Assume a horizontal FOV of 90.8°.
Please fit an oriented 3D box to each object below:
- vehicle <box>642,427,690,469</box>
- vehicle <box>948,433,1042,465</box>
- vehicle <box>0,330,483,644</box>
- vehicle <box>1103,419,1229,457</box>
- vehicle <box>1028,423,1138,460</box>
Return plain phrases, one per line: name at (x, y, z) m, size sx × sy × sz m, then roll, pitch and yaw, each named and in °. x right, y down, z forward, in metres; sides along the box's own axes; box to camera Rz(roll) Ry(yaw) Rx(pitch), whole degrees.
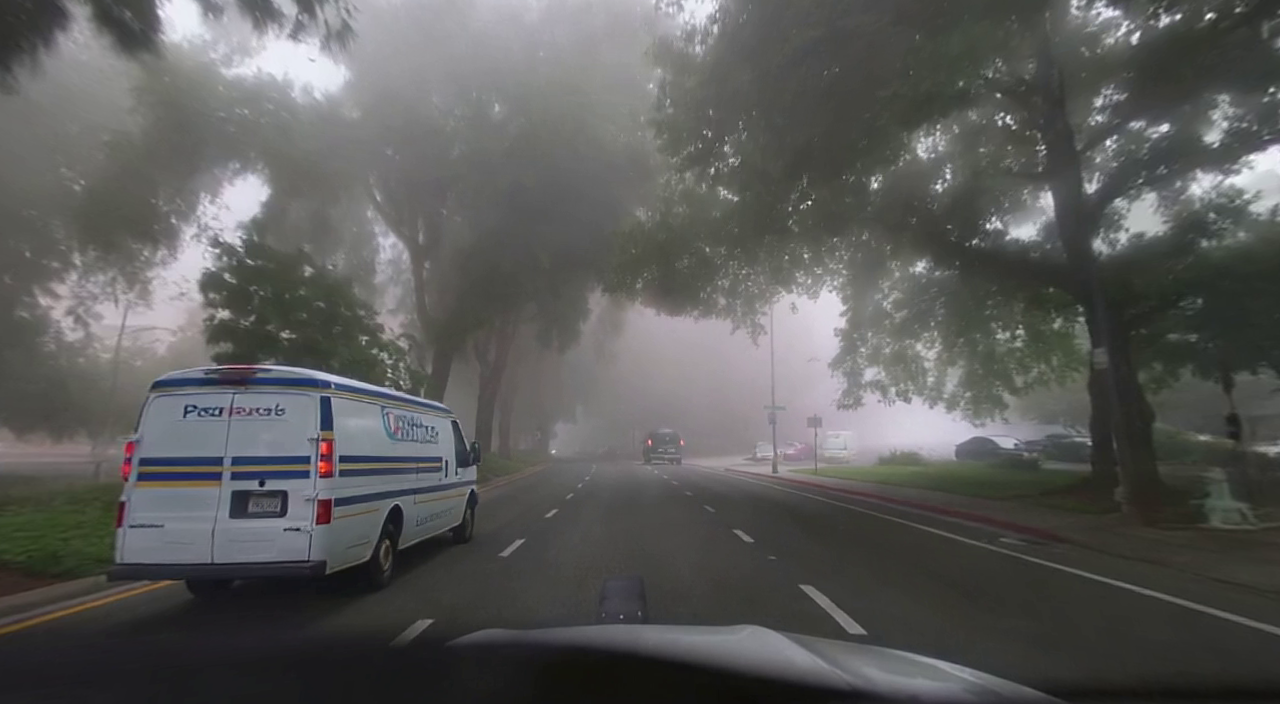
vehicle at (1.599, 6.287, 41.324) m, size 2.397 × 2.566 × 5.324 m, roll 1°, pitch -9°, yaw -5°
vehicle at (18.295, 5.014, 32.800) m, size 1.926 × 1.517 × 4.505 m, roll 1°, pitch -9°, yaw -5°
vehicle at (-3.482, 1.278, 6.820) m, size 2.420 × 2.227 × 4.499 m, roll 0°, pitch -9°, yaw -1°
vehicle at (28.520, 4.728, 34.511) m, size 2.097 × 1.881 × 5.012 m, roll 1°, pitch -9°, yaw -8°
vehicle at (23.341, 4.783, 33.561) m, size 1.966 × 1.798 × 4.753 m, roll 1°, pitch -9°, yaw -7°
